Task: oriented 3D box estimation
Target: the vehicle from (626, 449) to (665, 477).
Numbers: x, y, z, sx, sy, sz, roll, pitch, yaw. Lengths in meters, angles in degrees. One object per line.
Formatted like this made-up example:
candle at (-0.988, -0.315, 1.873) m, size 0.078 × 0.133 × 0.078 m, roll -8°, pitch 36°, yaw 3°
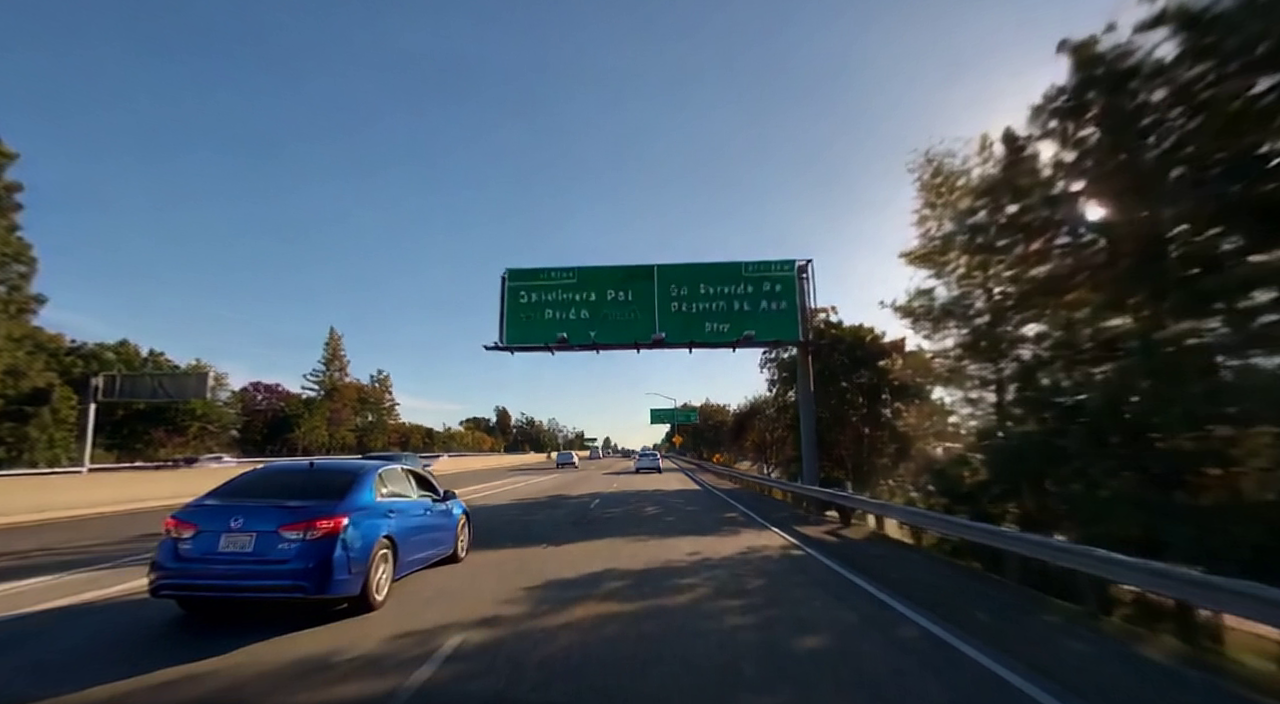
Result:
vehicle at (0.284, 6.149, 35.154) m, size 2.051 × 1.443 × 3.770 m, roll 0°, pitch -8°, yaw 0°

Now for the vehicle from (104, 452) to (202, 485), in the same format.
vehicle at (-26.706, 6.365, 34.816) m, size 1.857 × 1.575 × 4.446 m, roll 0°, pitch -8°, yaw 0°

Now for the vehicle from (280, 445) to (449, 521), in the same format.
vehicle at (-6.378, 3.036, 15.292) m, size 2.075 × 1.528 × 4.327 m, roll 0°, pitch -8°, yaw 1°
